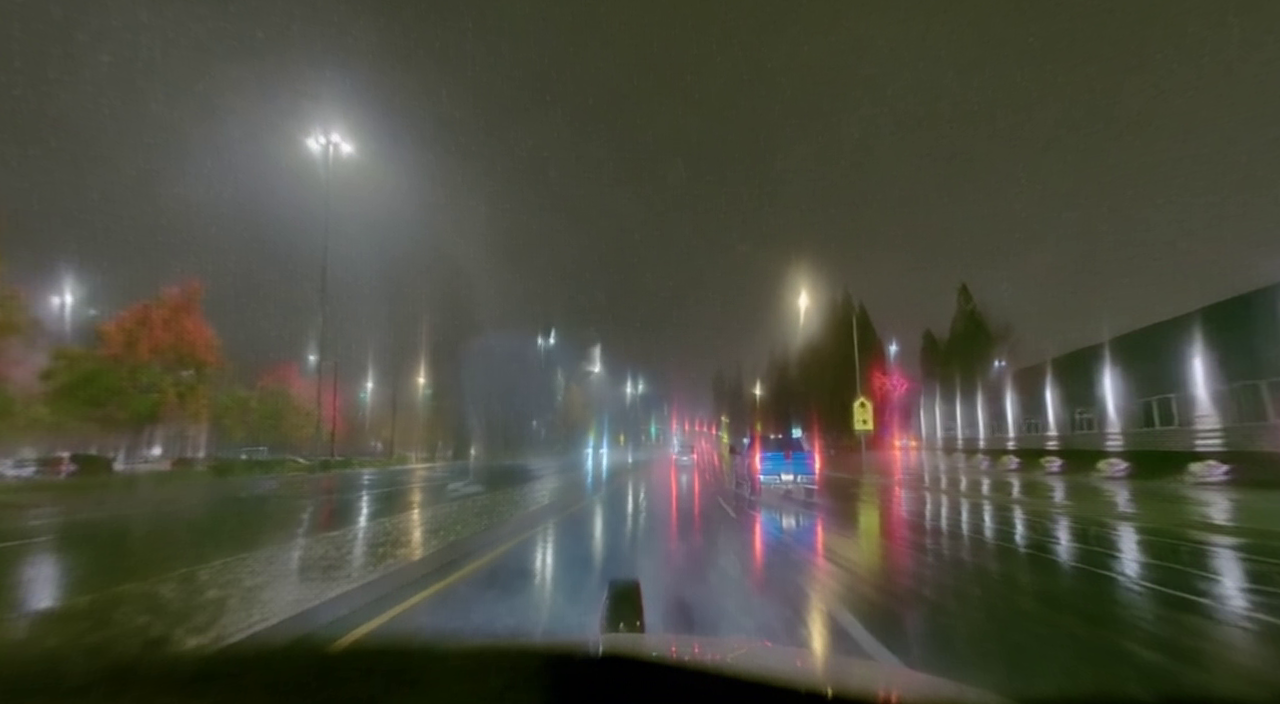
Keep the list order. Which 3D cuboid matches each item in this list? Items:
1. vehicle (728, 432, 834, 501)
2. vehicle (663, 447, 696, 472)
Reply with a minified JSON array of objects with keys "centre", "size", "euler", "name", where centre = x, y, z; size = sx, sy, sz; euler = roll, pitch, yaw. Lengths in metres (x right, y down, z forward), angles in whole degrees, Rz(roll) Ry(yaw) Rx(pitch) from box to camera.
[{"centre":[4.376,3.663,20.632],"size":[2.367,1.919,5.651],"euler":[0,-9,2],"name":"vehicle"},{"centre":[2.637,6.988,41.310],"size":[1.968,1.521,4.262],"euler":[0,-9,5],"name":"vehicle"}]
